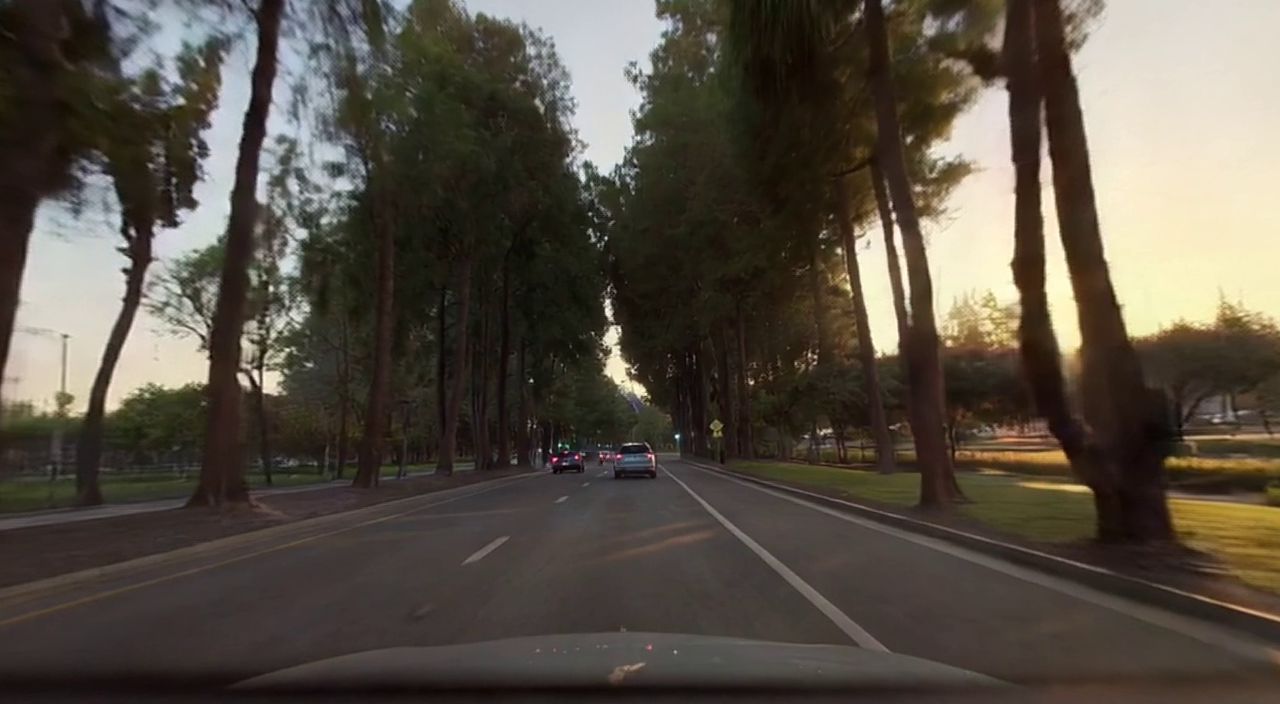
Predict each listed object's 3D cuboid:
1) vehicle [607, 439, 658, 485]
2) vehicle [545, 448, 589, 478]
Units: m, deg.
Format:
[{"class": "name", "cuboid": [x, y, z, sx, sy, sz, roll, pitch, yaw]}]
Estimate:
[{"class": "vehicle", "cuboid": [-0.313, 4.663, 27.080, 2.018, 1.769, 3.897, 0, -8, -1]}, {"class": "vehicle", "cuboid": [-4.011, 6.176, 35.465, 1.936, 1.538, 4.016, 0, -8, 1]}]
